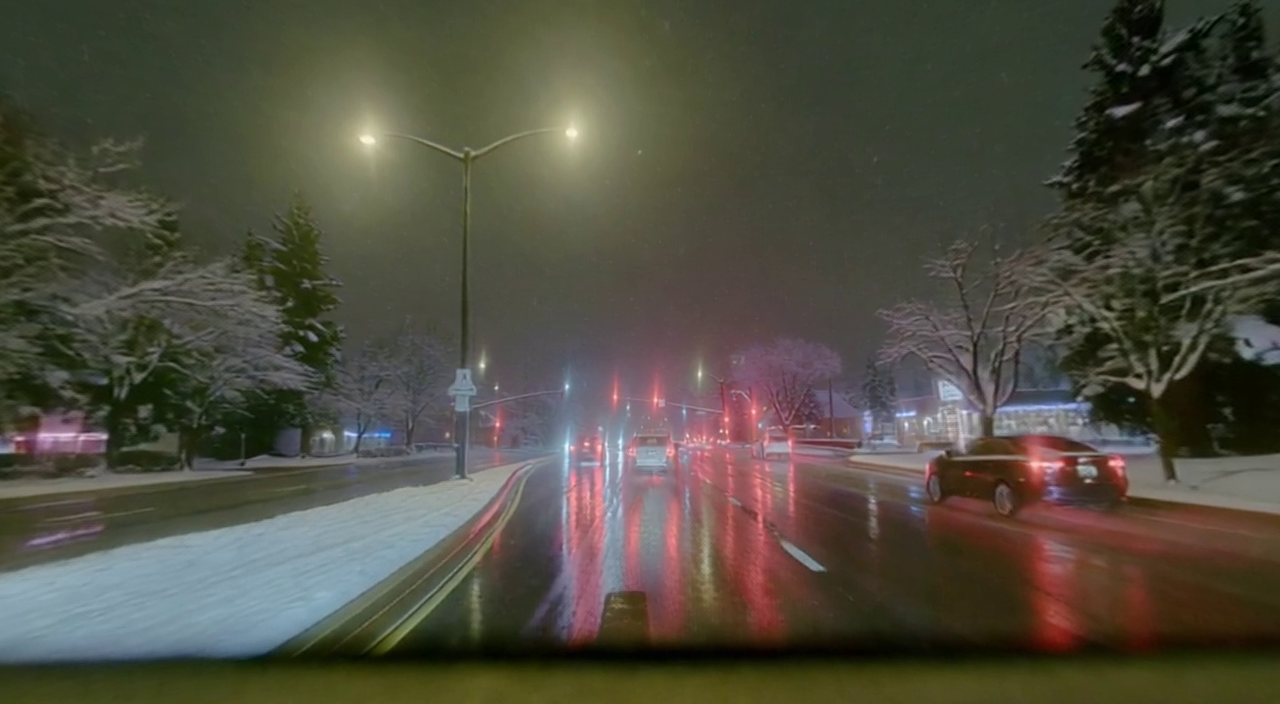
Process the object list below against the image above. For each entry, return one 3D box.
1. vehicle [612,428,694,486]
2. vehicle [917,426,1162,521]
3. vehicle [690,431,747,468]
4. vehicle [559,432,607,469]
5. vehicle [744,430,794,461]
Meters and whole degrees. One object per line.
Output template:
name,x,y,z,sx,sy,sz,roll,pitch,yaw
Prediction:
vehicle,0.370,2.987,18.175,2.096,1.473,3.893,0,-8,1
vehicle,7.355,2.256,12.303,1.892,1.515,4.400,0,-8,0
vehicle,3.521,4.449,28.941,1.988,1.528,4.144,0,-8,-1
vehicle,-2.457,4.318,27.890,1.938,1.472,4.399,0,-8,-3
vehicle,7.588,5.554,37.517,2.044,1.701,4.397,0,-8,0
